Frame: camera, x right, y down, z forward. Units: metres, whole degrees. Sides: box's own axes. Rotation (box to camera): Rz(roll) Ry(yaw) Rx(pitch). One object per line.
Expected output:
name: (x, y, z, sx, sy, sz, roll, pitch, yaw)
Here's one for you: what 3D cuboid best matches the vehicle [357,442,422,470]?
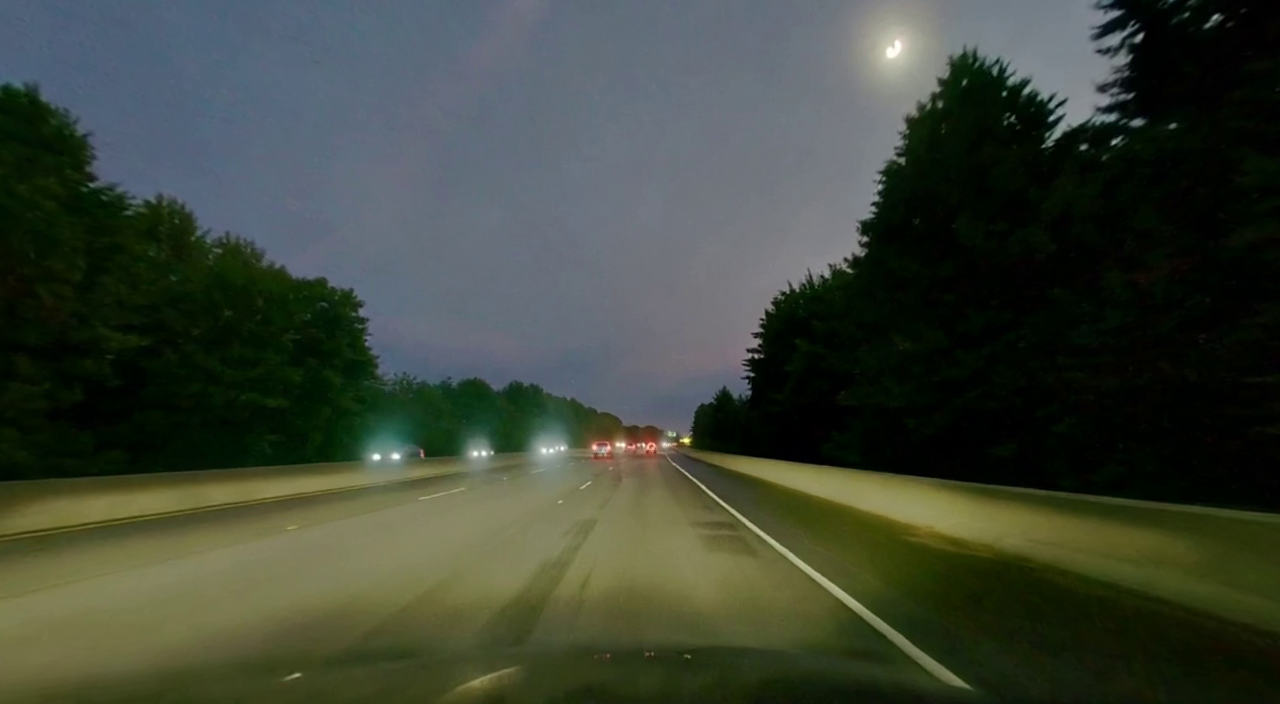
vehicle: (-16.605, 6.935, 42.101, 2.133, 1.740, 5.122, 0, -8, 1)
